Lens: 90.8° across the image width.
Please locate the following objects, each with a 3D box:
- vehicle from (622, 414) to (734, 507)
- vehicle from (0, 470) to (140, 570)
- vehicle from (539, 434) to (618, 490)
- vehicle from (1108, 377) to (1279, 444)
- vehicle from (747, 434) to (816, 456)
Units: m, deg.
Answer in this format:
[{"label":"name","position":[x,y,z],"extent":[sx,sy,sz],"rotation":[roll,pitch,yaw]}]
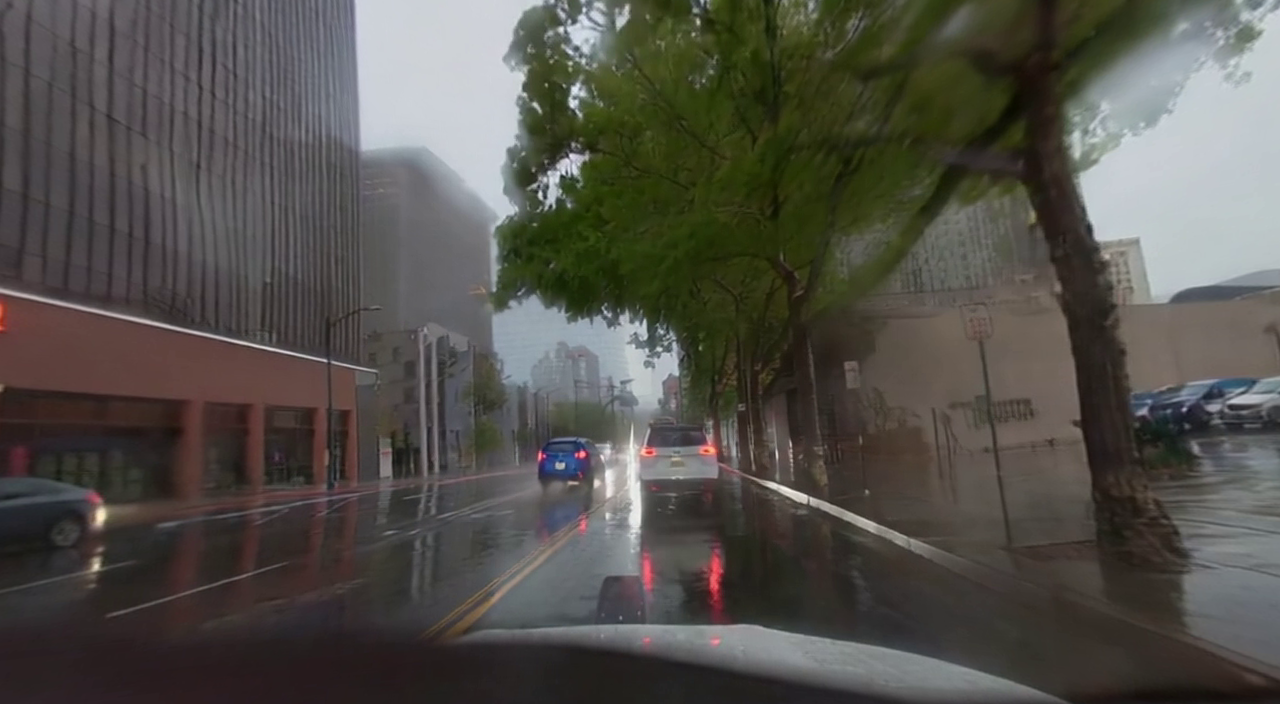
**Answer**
[{"label":"vehicle","position":[0.890,2.658,15.835],"extent":[2.352,1.953,4.796],"rotation":[-1,-8,2]},{"label":"vehicle","position":[-11.587,2.824,10.393],"extent":[2.103,1.514,5.374],"rotation":[-1,-9,4]},{"label":"vehicle","position":[-1.961,3.722,21.596],"extent":[2.023,1.702,4.152],"rotation":[-1,-9,4]},{"label":"vehicle","position":[13.408,1.358,14.275],"extent":[4.189,1.395,1.725],"rotation":[-1,-8,2]},{"label":"vehicle","position":[10.054,6.633,45.132],"extent":[4.426,1.490,1.862],"rotation":[-1,-8,2]}]
